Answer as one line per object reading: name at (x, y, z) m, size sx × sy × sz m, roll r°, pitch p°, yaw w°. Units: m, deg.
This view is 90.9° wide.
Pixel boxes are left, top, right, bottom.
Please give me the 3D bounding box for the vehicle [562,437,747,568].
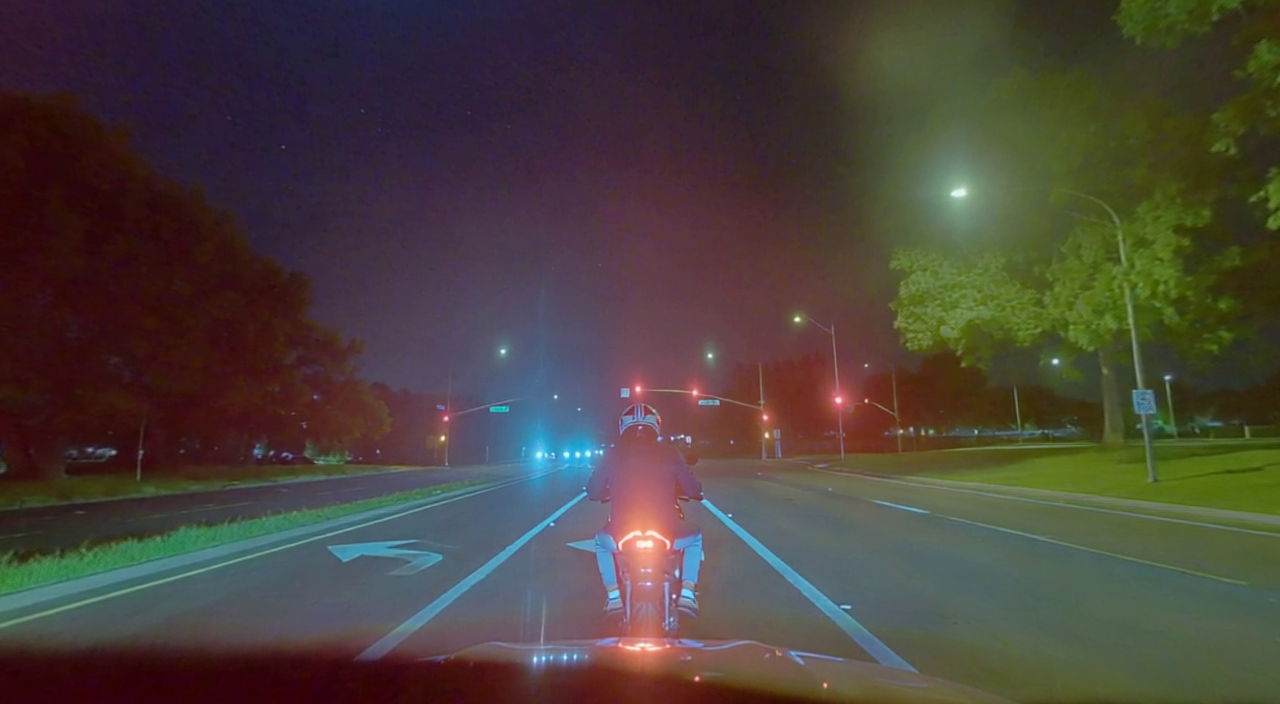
vehicle at (0.122, 2.028, 9.435) m, size 2.093 × 1.450 × 4.437 m, roll 0°, pitch -8°, yaw -1°
